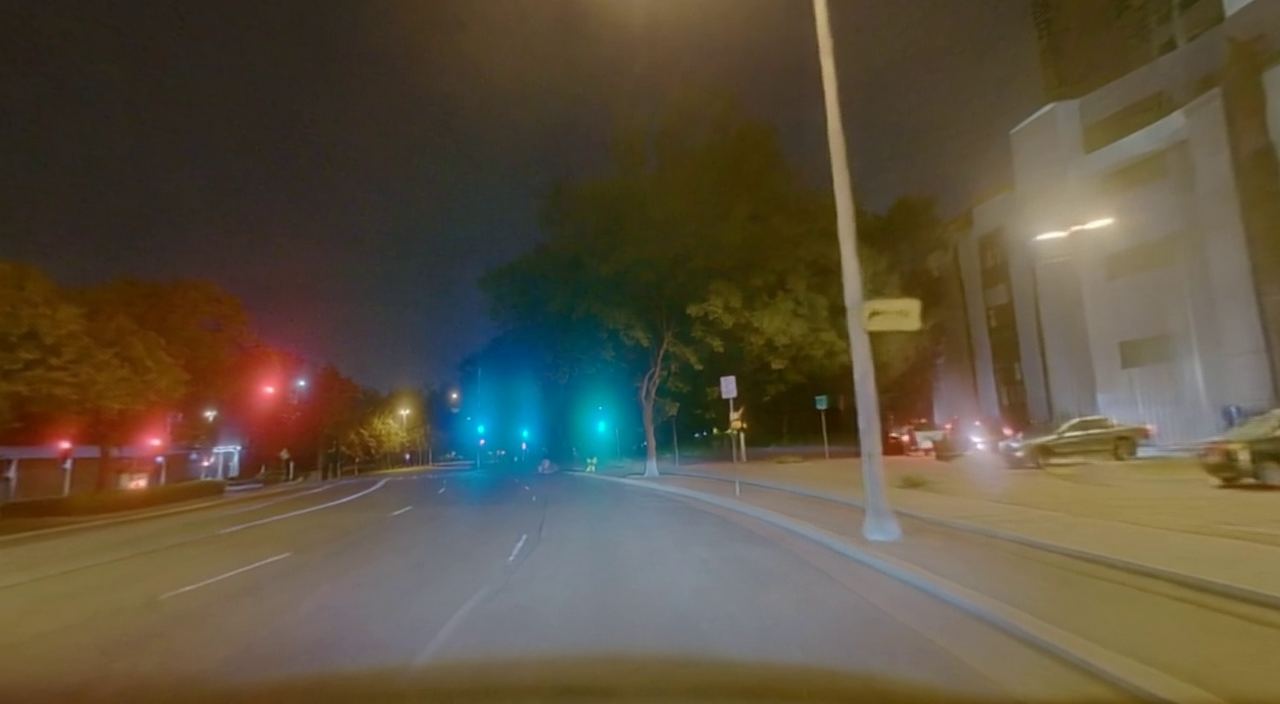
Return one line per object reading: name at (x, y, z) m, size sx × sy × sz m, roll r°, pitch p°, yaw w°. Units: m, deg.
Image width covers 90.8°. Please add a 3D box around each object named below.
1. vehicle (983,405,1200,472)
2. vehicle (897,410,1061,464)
vehicle at (11.727, 2.300, 16.574) m, size 4.400 × 1.584 × 1.964 m, roll 2°, pitch -9°, yaw -9°
vehicle at (11.309, 2.886, 21.247) m, size 4.441 × 1.654 × 2.044 m, roll 2°, pitch -9°, yaw -9°
